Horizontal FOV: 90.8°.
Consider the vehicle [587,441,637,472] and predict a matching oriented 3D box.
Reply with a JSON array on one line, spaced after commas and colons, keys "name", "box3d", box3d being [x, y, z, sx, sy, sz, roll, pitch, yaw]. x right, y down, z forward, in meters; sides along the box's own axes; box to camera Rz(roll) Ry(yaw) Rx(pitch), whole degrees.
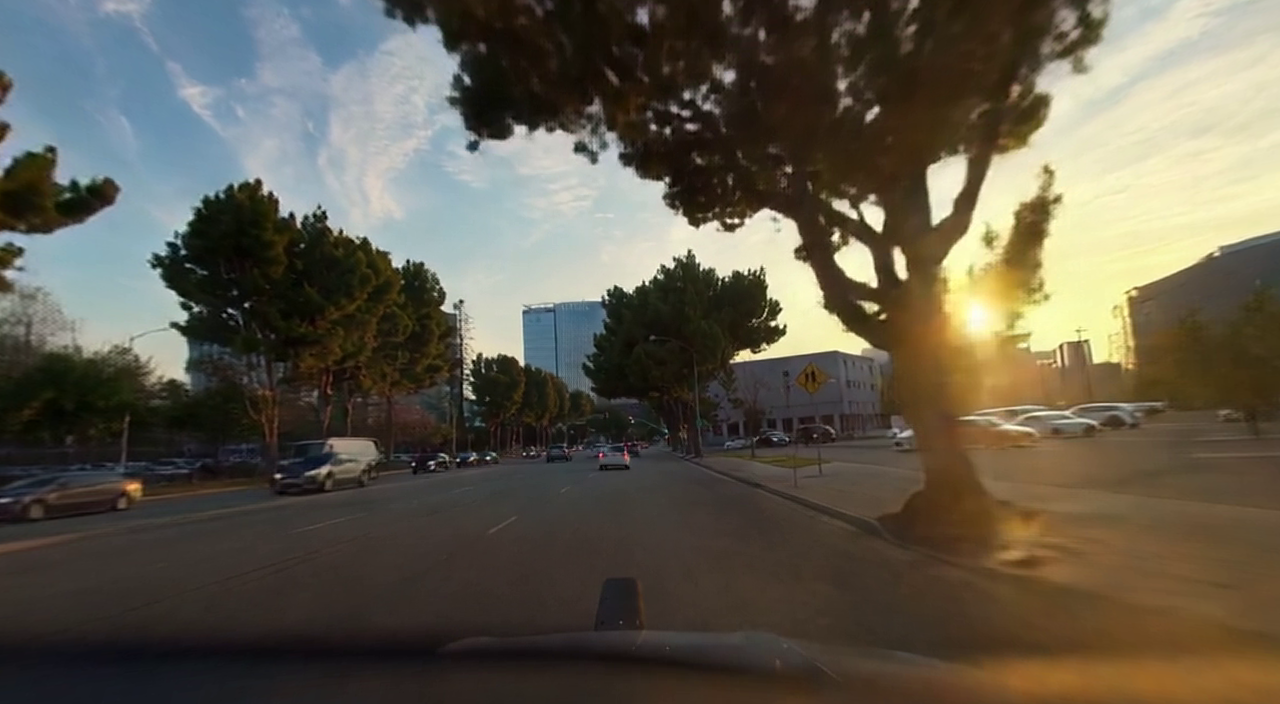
[{"name": "vehicle", "box3d": [-1.382, 5.503, 33.484, 2.235, 1.500, 4.420, 0, -8, 3]}]

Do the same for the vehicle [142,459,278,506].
[{"name": "vehicle", "box3d": [-16.496, 4.995, 24.584, 2.024, 1.531, 4.580, 0, -8, 0]}]

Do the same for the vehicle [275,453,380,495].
[{"name": "vehicle", "box3d": [-12.632, 4.914, 25.927, 2.013, 1.498, 4.474, 0, -8, 0]}]

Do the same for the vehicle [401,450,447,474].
[{"name": "vehicle", "box3d": [-16.416, 8.365, 48.288, 2.016, 1.598, 4.545, -2, -8, -1]}]

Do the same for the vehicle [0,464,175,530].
[{"name": "vehicle", "box3d": [-16.542, 4.083, 18.365, 2.162, 1.480, 5.017, 0, -8, 1]}]

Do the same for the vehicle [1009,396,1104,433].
[{"name": "vehicle", "box3d": [23.898, 3.702, 36.558, 2.179, 1.825, 5.335, 1, -9, 4]}]

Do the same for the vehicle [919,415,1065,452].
[{"name": "vehicle", "box3d": [14.171, 3.337, 25.634, 4.739, 1.424, 1.936, 0, -8, 0]}]
